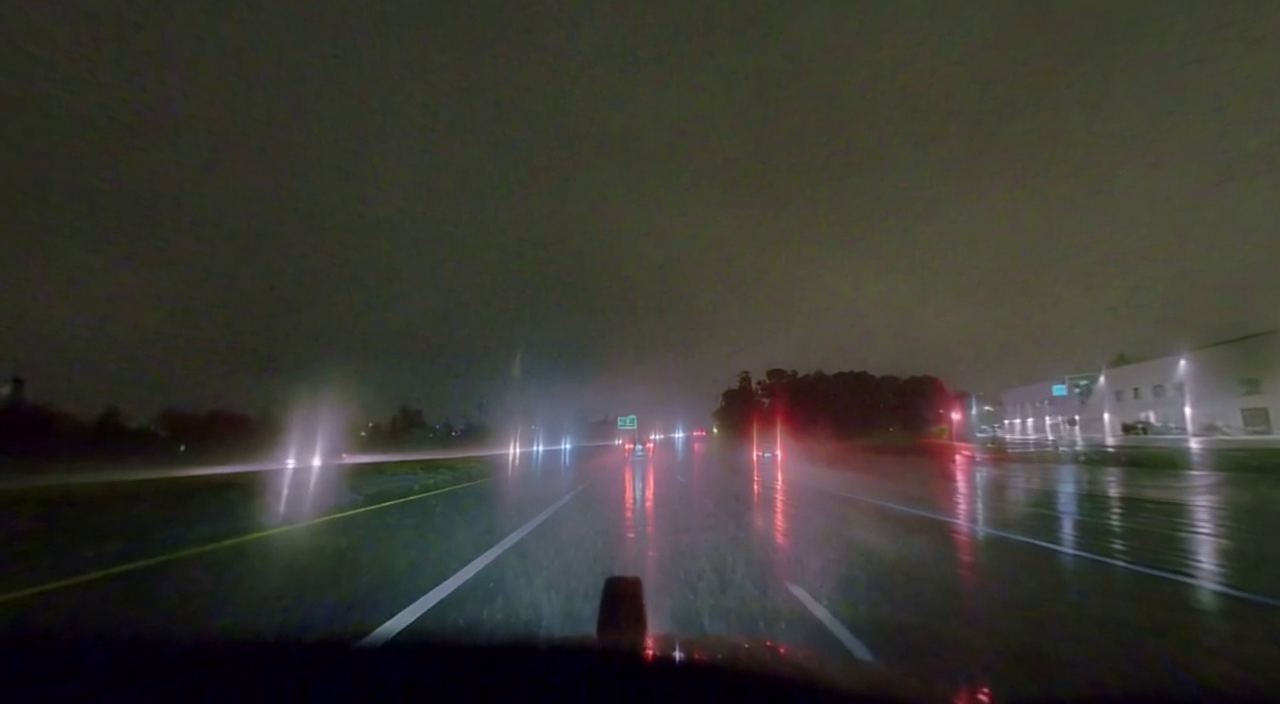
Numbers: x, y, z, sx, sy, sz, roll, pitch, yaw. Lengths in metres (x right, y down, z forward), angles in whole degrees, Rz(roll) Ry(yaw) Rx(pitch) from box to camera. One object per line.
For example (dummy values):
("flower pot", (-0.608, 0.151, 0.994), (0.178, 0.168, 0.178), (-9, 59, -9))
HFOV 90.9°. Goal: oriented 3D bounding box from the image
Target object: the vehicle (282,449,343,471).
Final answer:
("vehicle", (-23.886, 7.866, 46.171), (1.904, 1.474, 4.575), (-1, -9, 1))
